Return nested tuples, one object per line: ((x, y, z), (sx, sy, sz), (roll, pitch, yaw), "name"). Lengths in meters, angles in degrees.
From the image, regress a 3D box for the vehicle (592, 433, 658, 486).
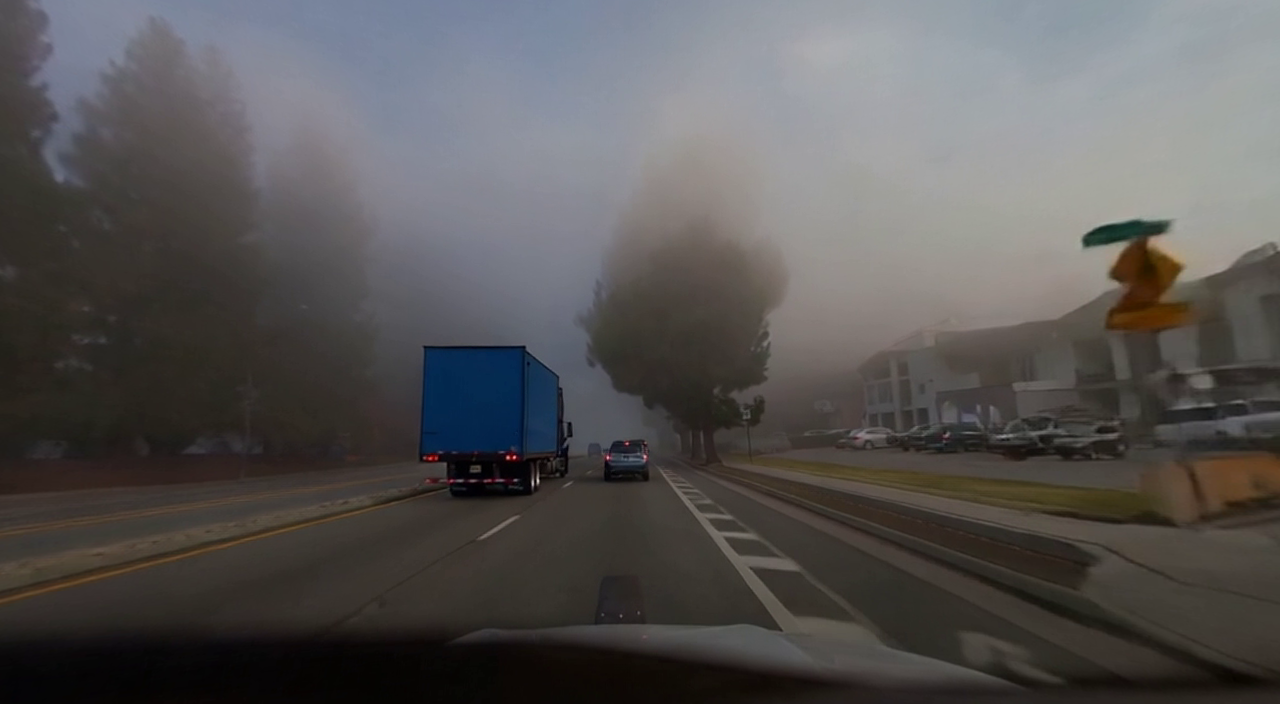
((-0.494, 3.704, 22.026), (2.094, 1.682, 3.866), (0, -8, -1), "vehicle")

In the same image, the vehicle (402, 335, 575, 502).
((-4.056, 2.297, 19.982), (2.996, 3.902, 10.410), (0, -8, -1), "vehicle")
